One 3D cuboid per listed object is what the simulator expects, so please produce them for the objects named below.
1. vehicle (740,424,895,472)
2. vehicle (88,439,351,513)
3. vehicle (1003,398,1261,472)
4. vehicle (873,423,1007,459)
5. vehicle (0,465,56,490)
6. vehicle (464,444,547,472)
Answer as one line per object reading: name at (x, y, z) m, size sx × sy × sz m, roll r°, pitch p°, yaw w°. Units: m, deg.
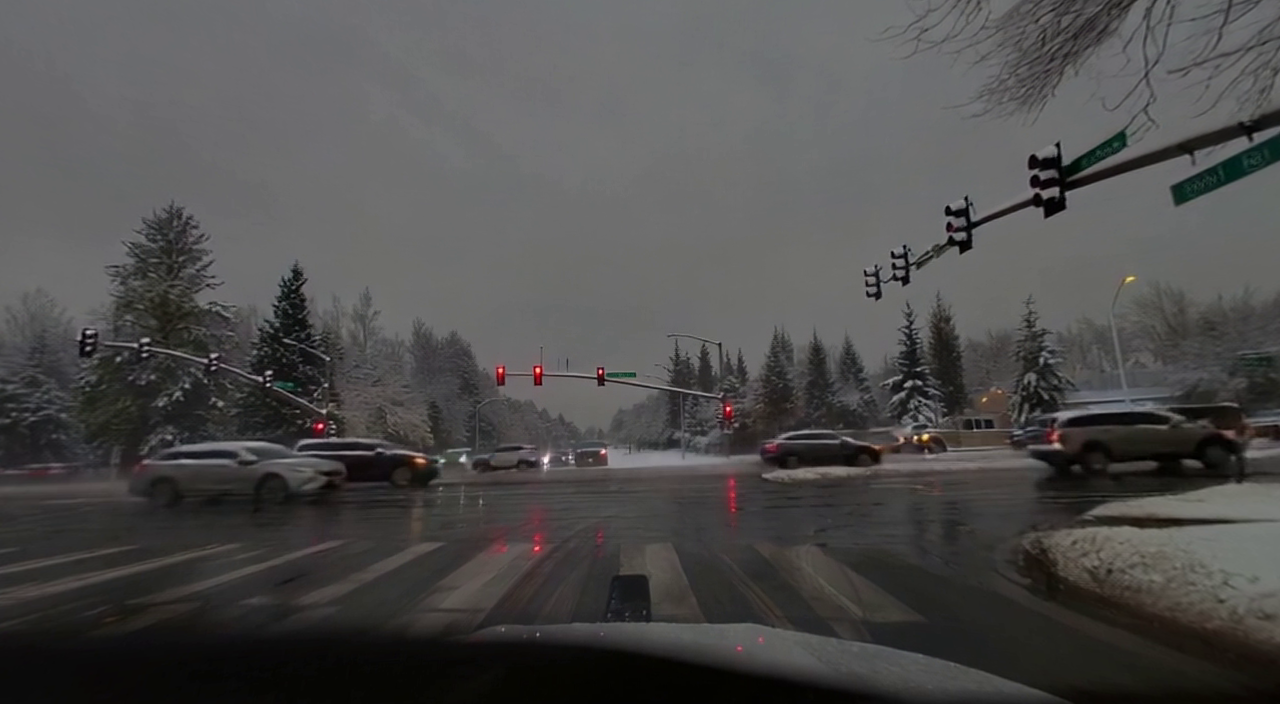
vehicle at (5.705, 3.169, 20.780) m, size 4.606 × 1.479 × 1.821 m, roll -1°, pitch -9°, yaw 6°
vehicle at (-9.403, 2.775, 14.317) m, size 4.808 × 1.517 × 1.806 m, roll -1°, pitch -9°, yaw 6°
vehicle at (12.434, 2.178, 16.284) m, size 4.673 × 1.740 × 2.150 m, roll -1°, pitch -9°, yaw 6°
vehicle at (13.035, 3.915, 27.650) m, size 4.906 × 1.485 × 1.857 m, roll -1°, pitch -9°, yaw 7°
vehicle at (-40.513, 8.021, 40.201) m, size 4.785 × 1.472 × 1.799 m, roll -1°, pitch -9°, yaw 4°
vehicle at (-7.816, 6.172, 36.833) m, size 4.397 × 1.582 × 1.820 m, roll -1°, pitch -9°, yaw 6°
